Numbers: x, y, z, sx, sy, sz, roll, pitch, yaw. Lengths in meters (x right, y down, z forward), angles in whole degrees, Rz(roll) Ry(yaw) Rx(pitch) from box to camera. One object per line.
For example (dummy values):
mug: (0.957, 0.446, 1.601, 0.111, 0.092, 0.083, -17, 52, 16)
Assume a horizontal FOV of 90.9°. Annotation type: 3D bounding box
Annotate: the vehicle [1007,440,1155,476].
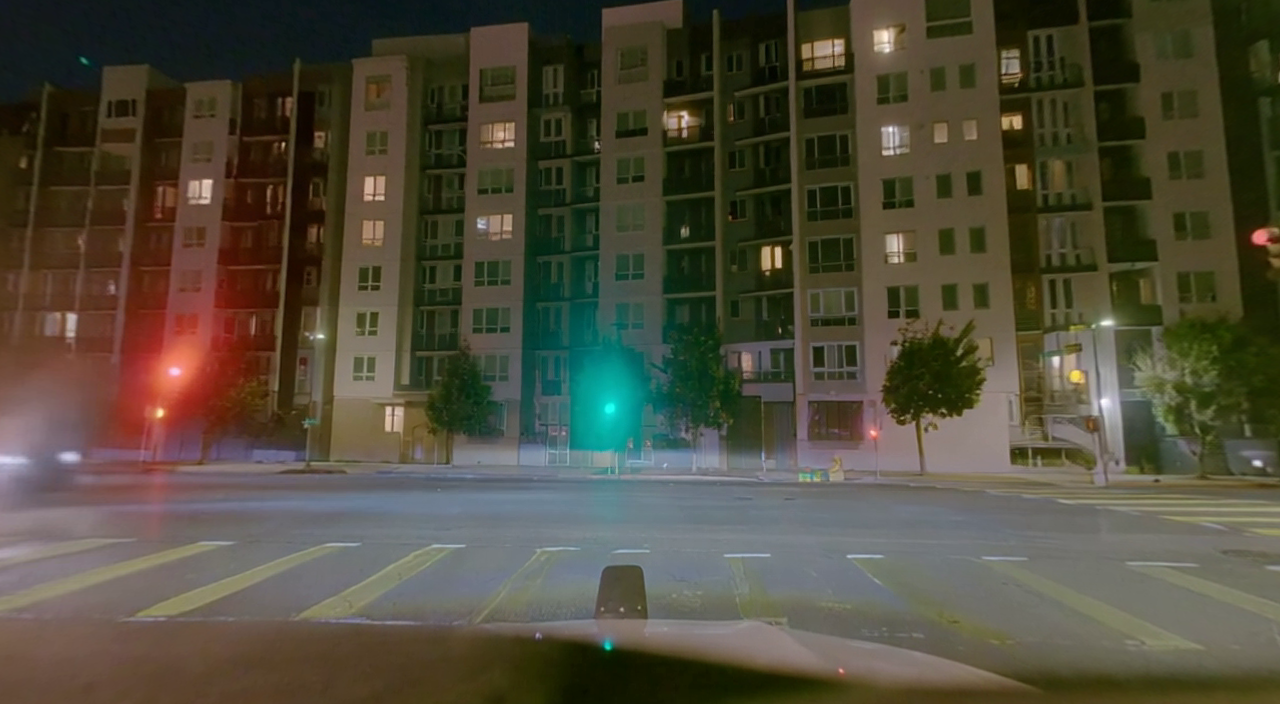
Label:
vehicle: (18.551, 4.465, 26.697, 4.823, 1.458, 1.914, 0, -9, -1)
